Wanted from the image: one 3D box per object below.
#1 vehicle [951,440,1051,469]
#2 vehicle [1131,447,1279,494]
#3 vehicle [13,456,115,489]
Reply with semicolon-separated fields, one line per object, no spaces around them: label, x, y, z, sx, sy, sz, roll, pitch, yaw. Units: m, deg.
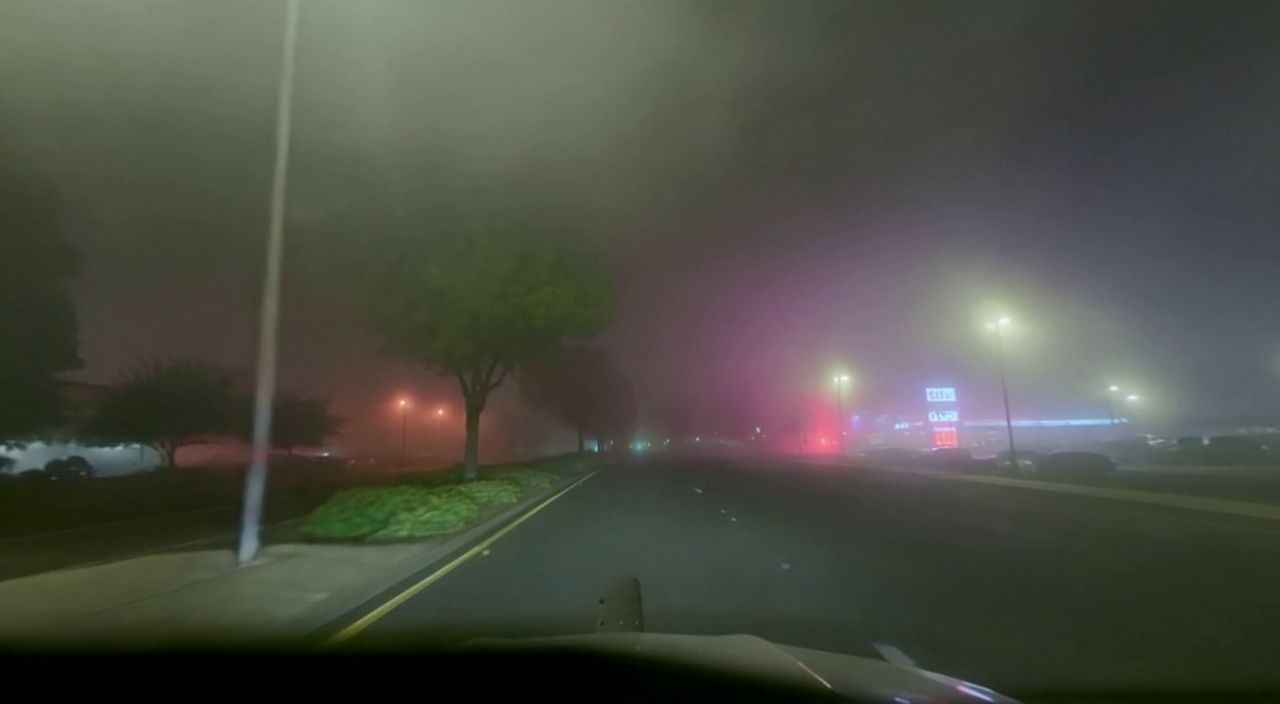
vehicle;20.176;5.734;35.472;4.333;1.507;2.101;0;-8;-1
vehicle;20.064;4.086;21.853;4.403;1.436;1.918;-2;-10;1
vehicle;-35.637;7.462;39.305;1.983;1.818;4.590;0;-8;0
